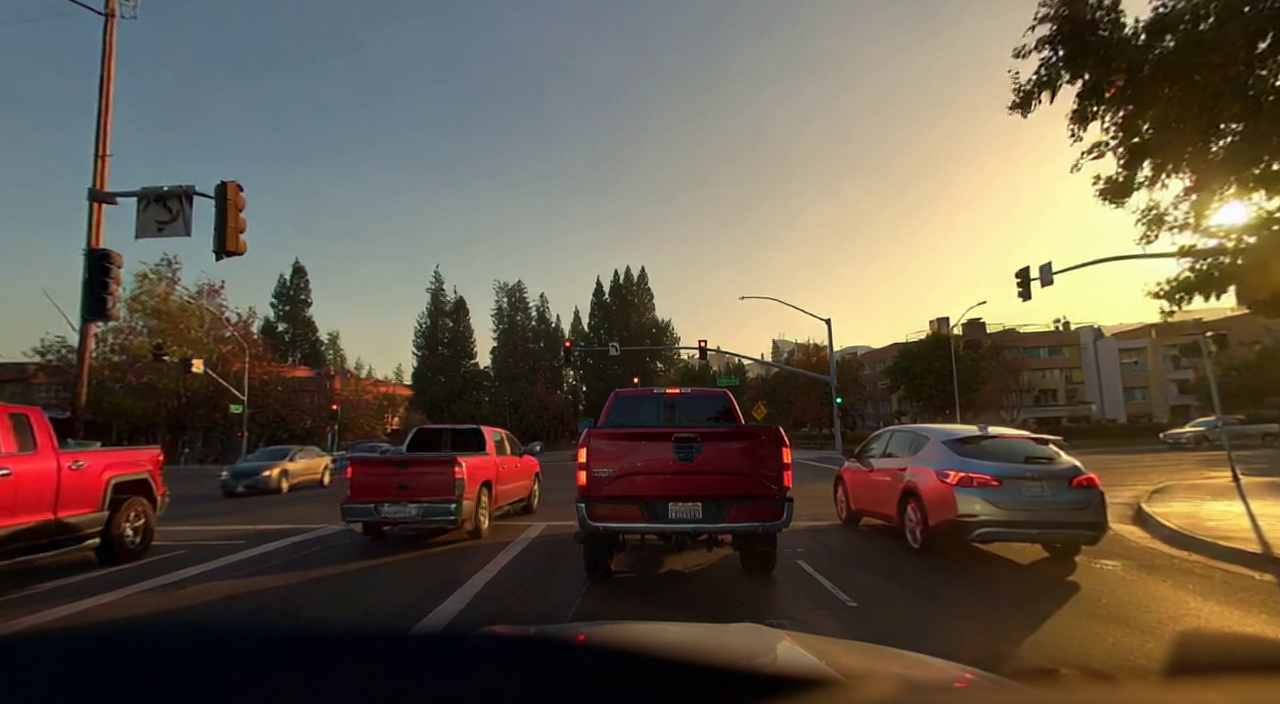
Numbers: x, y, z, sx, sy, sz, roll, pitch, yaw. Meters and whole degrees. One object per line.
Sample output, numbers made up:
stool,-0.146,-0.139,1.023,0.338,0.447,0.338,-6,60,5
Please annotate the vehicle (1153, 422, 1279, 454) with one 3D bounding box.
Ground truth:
vehicle,27.746,4.126,30.132,4.681,1.458,1.908,0,-8,-1

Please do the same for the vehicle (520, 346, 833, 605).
vehicle,0.334,1.334,7.557,2.505,2.084,4.768,0,-8,1

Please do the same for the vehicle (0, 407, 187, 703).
vehicle,-3.386,0.738,0.881,1.998,1.481,4.656,0,-8,1

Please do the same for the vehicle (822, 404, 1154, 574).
vehicle,4.058,1.664,8.398,1.984,1.659,4.226,0,-8,0

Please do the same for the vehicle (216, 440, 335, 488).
vehicle,-16.147,4.944,28.363,2.109,1.936,5.330,0,-8,0

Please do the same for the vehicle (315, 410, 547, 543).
vehicle,-3.153,2.007,10.827,2.125,1.739,4.707,0,-8,3
